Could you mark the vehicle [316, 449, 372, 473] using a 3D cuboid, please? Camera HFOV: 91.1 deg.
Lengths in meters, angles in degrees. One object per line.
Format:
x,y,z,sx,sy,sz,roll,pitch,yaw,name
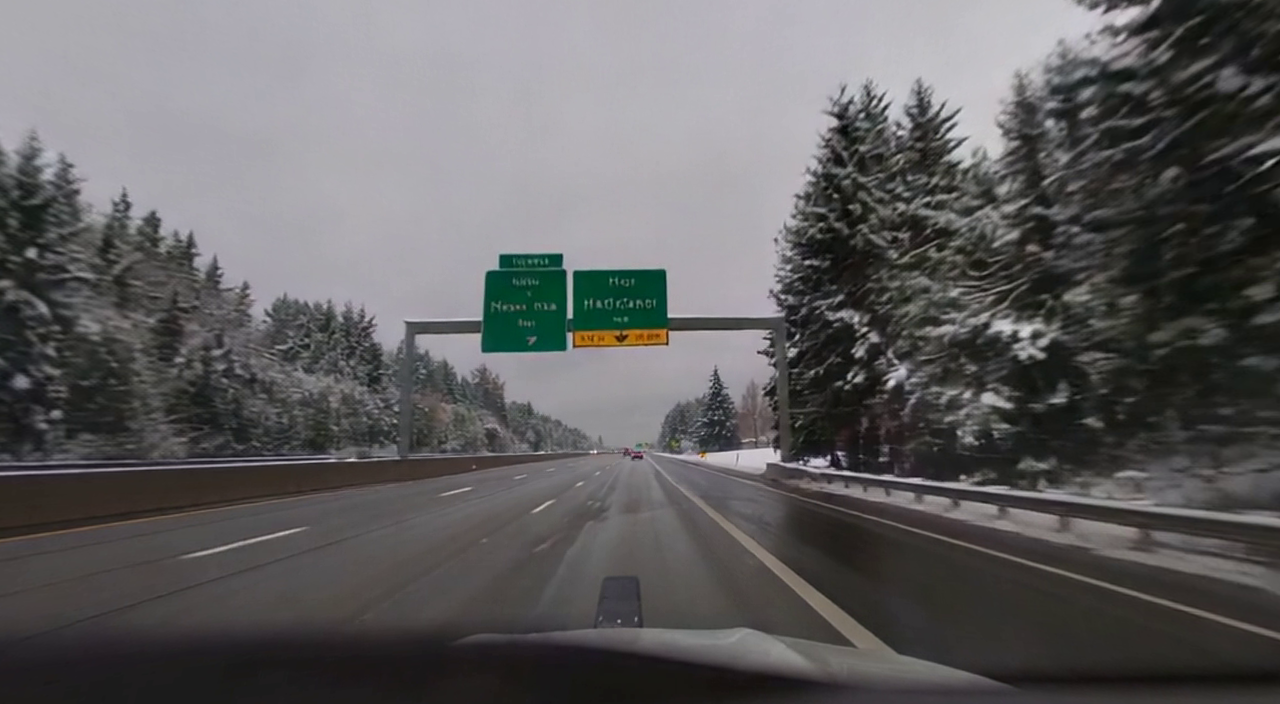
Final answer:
-20.227,7.475,43.193,1.801,1.543,4.283,0,-9,0,vehicle
